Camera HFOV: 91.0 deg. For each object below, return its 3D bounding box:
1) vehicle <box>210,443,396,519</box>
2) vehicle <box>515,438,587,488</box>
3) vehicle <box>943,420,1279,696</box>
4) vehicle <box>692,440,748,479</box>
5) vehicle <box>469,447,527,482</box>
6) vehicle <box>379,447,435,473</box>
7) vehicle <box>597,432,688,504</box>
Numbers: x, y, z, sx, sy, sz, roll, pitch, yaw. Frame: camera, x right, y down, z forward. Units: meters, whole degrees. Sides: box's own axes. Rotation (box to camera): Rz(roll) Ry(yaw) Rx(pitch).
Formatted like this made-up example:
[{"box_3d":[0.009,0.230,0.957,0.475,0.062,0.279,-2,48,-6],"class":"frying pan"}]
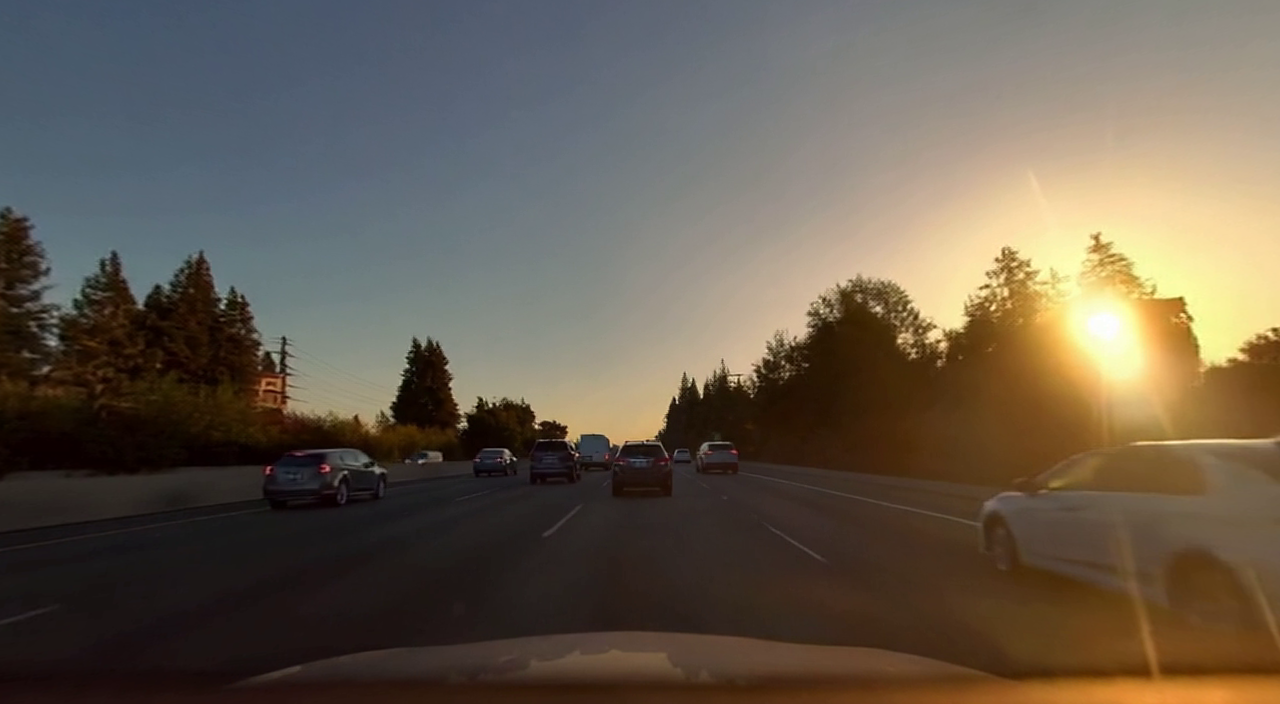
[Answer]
[{"box_3d":[-7.728,2.963,15.070,1.927,1.514,4.474,0,-9,0],"class":"vehicle"},{"box_3d":[-3.427,4.363,25.098,2.142,1.808,4.266,0,-9,1],"class":"vehicle"},{"box_3d":[4.460,1.319,4.781,2.006,1.474,4.669,0,-9,0],"class":"vehicle"},{"box_3d":[4.017,5.513,32.681,2.175,1.830,5.173,0,-9,-1],"class":"vehicle"},{"box_3d":[-7.084,5.647,31.883,1.931,1.617,4.060,0,-9,1],"class":"vehicle"},{"box_3d":[-16.488,7.601,44.792,2.096,1.725,4.835,0,-9,0],"class":"vehicle"},{"box_3d":[0.096,3.136,17.421,2.223,1.722,4.177,0,-9,1],"class":"vehicle"}]
